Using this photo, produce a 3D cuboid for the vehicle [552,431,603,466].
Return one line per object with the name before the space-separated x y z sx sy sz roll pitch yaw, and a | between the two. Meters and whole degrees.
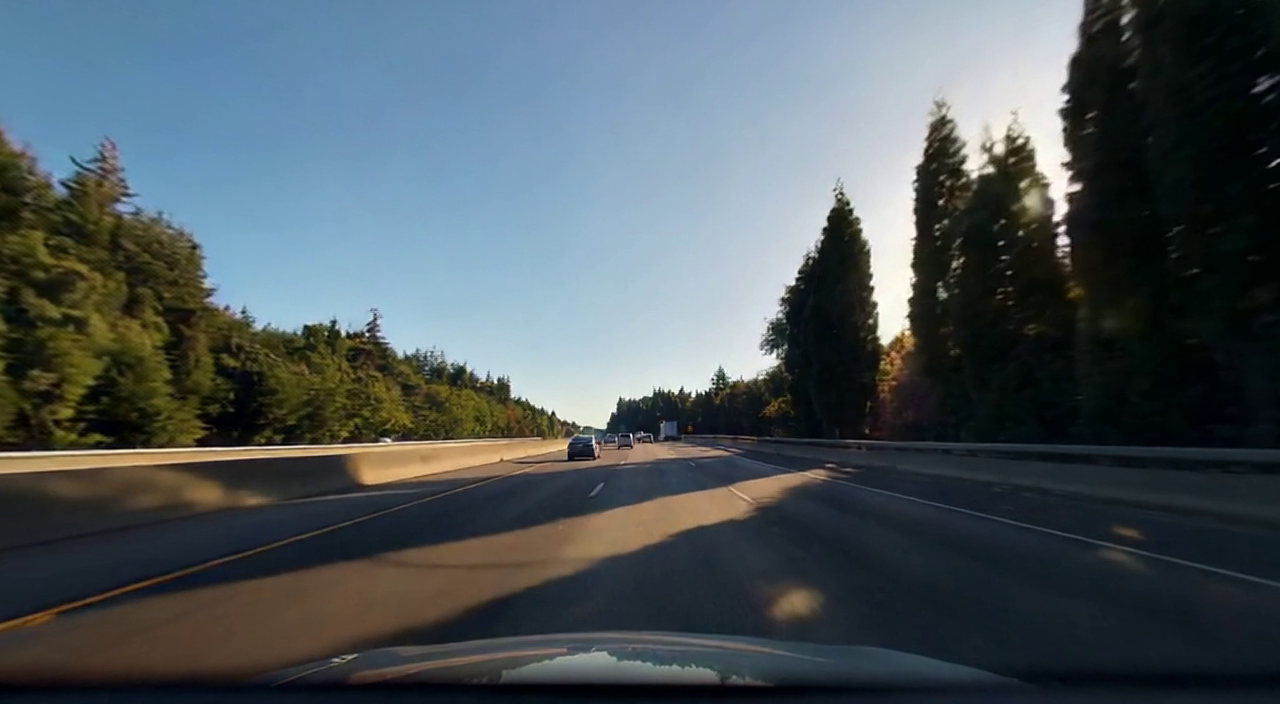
vehicle | -2.971 4.678 30.724 2.025 1.571 3.662 -1 -9 1
